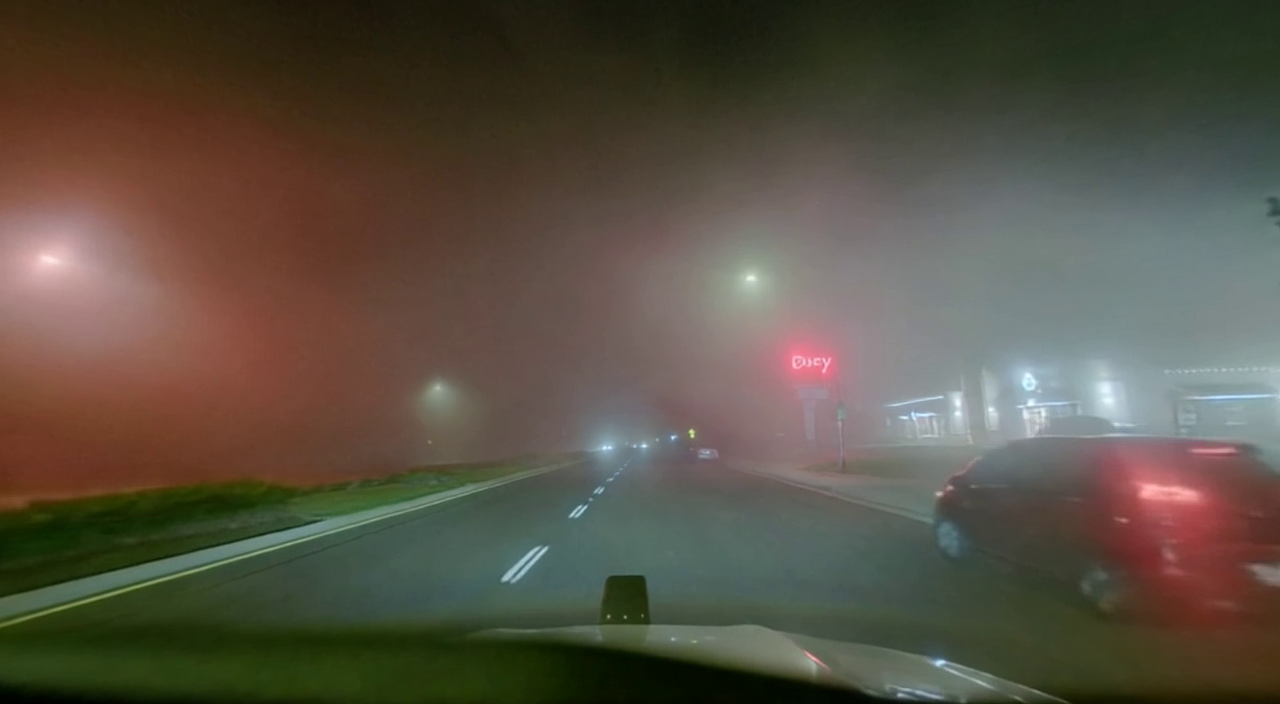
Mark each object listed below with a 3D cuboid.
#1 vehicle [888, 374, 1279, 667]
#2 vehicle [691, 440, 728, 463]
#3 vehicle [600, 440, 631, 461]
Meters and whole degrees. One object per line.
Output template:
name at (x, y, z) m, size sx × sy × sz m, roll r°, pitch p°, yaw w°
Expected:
vehicle at (4.353, 1.334, 6.151) m, size 2.067 × 1.755 × 4.616 m, roll 0°, pitch -8°, yaw 2°
vehicle at (4.828, 7.000, 44.567) m, size 2.085 × 1.509 × 5.134 m, roll 0°, pitch -8°, yaw 1°
vehicle at (-1.884, 7.773, 49.754) m, size 2.176 × 1.543 × 4.335 m, roll 0°, pitch -8°, yaw 2°
